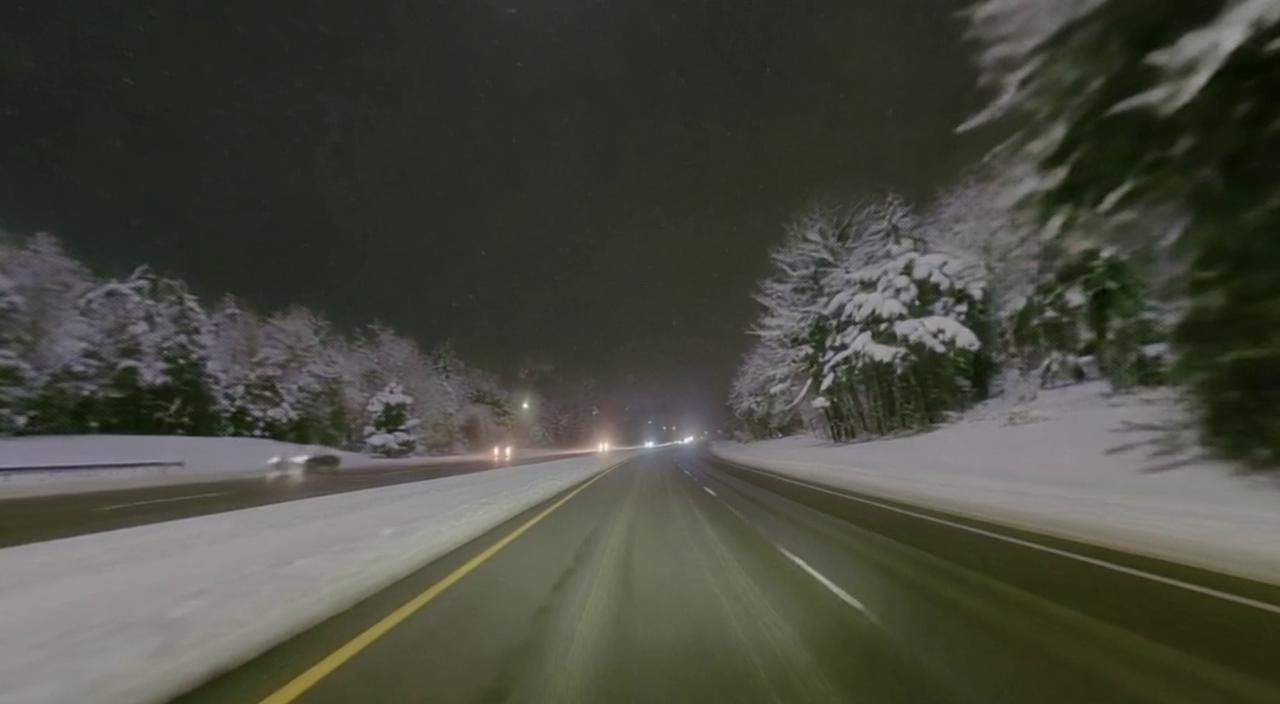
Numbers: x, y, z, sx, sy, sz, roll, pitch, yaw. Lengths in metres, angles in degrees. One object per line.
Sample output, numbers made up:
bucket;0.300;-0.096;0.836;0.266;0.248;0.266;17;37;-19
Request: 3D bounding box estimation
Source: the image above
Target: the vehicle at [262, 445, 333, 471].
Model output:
vehicle;-21.395;6.627;39.613;1.901;1.507;4.412;-1;-8;2
